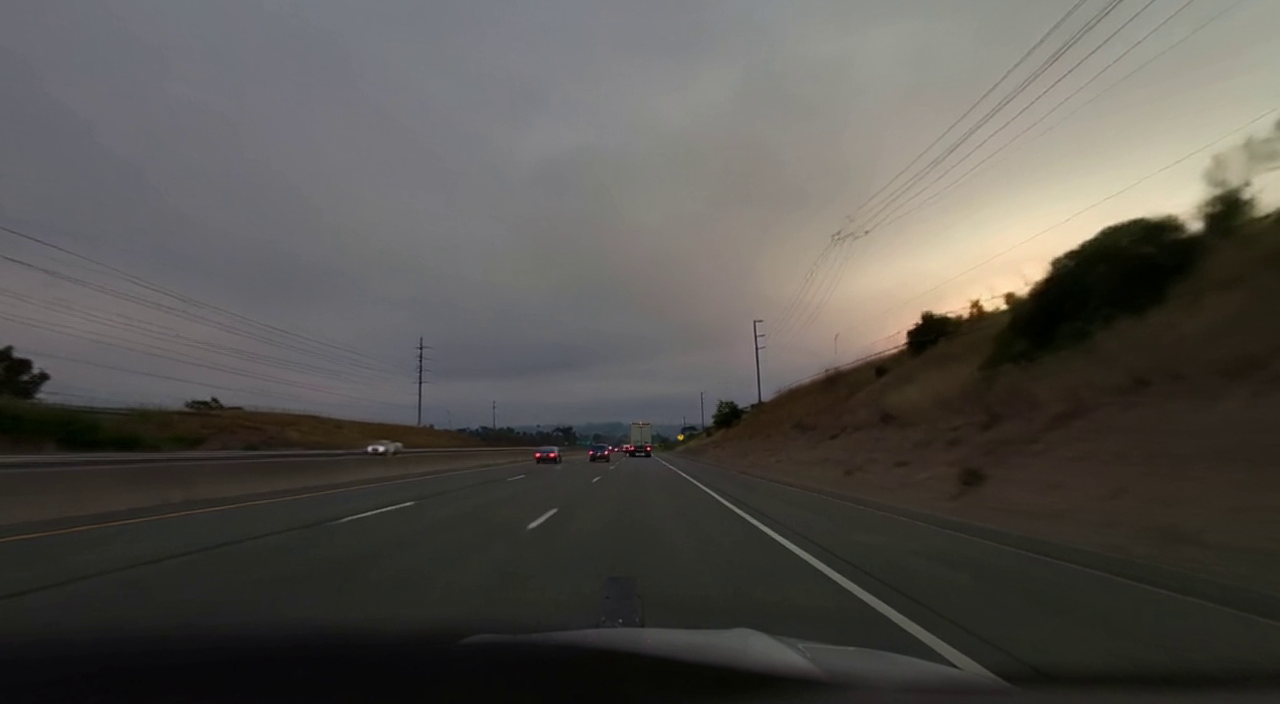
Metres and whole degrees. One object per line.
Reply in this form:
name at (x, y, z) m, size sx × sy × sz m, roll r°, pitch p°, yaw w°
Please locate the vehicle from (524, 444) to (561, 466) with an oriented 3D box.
vehicle at (-7.246, 7.768, 47.440) m, size 2.066 × 1.558 × 4.607 m, roll 0°, pitch -9°, yaw 0°
